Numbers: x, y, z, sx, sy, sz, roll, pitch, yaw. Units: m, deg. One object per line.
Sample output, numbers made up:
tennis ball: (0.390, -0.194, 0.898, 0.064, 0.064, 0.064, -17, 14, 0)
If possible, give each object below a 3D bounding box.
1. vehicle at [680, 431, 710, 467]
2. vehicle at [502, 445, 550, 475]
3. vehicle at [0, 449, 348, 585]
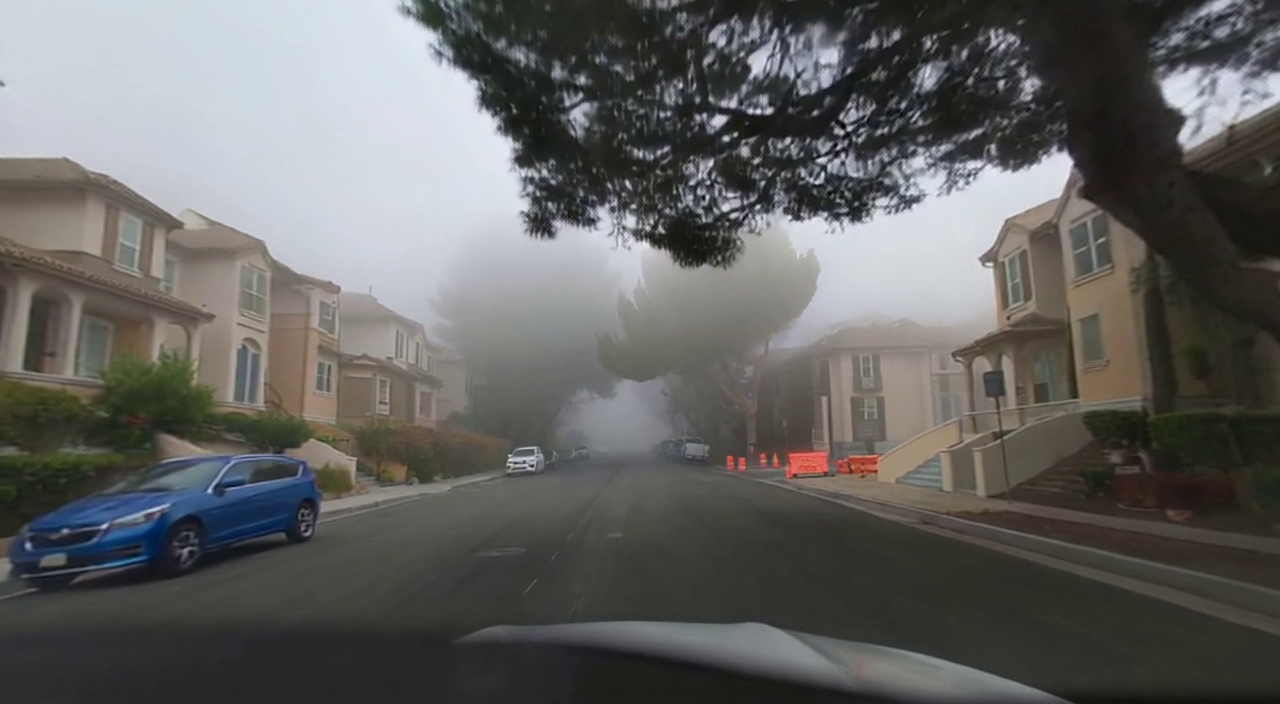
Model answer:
vehicle: (4.121, 7.277, 47.437, 2.082, 2.534, 3.248, -1, -8, 3)
vehicle: (-6.542, 6.231, 36.594, 1.957, 1.608, 4.476, 0, -9, -1)
vehicle: (-6.515, 2.194, 9.327, 2.137, 1.481, 4.503, -1, -9, 2)
